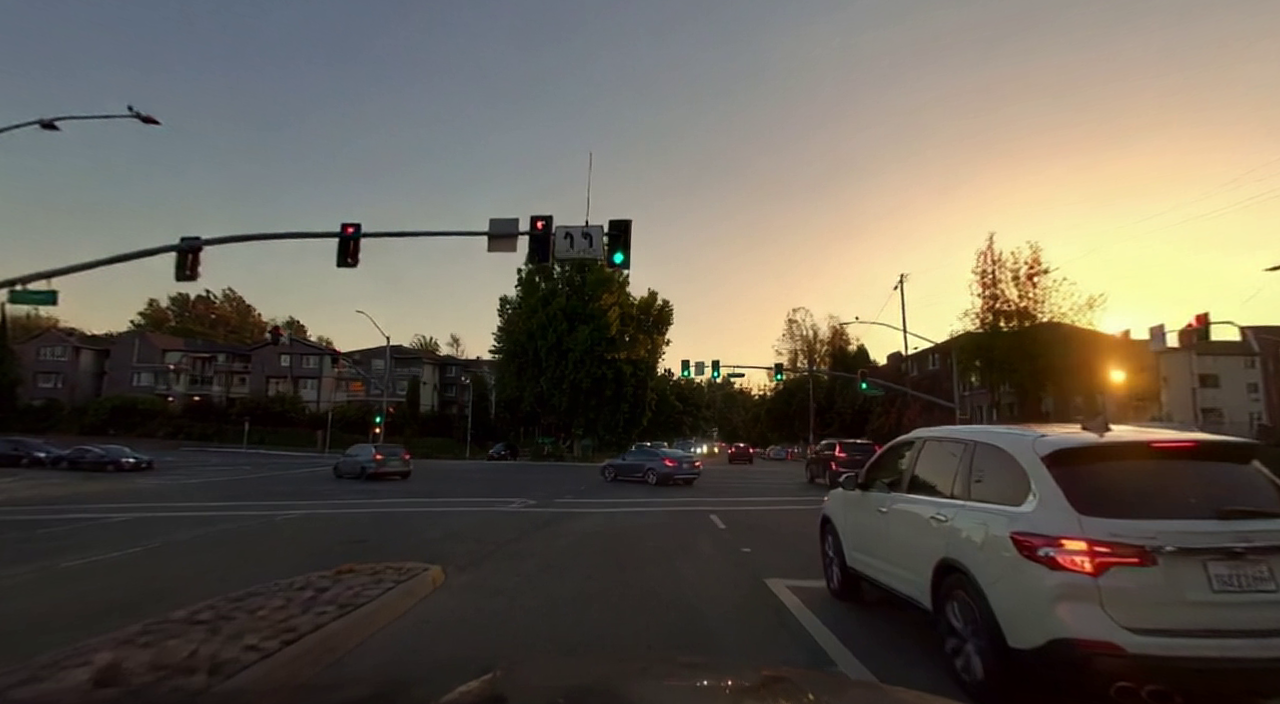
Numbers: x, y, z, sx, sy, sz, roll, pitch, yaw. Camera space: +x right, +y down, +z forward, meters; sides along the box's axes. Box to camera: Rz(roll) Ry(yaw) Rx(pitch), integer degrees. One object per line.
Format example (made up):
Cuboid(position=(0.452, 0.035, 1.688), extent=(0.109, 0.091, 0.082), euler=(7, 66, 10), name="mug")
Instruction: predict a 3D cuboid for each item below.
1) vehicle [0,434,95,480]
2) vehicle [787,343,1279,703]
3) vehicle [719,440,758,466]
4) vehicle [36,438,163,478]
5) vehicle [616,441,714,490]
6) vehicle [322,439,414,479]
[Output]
Cuboid(position=(-27.708, 4.630, 28.133), extent=(4.689, 1.734, 2.034), euler=(4, -8, -1), name="vehicle")
Cuboid(position=(2.725, 1.183, 4.658), extent=(2.115, 1.737, 4.642), euler=(0, -9, 0), name="vehicle")
Cuboid(position=(7.353, 7.626, 47.522), extent=(2.105, 1.830, 4.610), euler=(0, -9, -1), name="vehicle")
Cuboid(position=(-26.688, 5.202, 31.236), extent=(4.365, 1.629, 2.004), euler=(4, -8, 1), name="vehicle")
Cuboid(position=(0.724, 3.856, 21.685), extent=(2.009, 1.480, 4.423), euler=(3, -9, -17), name="vehicle")
Cuboid(position=(-12.445, 4.855, 28.787), extent=(4.020, 1.705, 2.099), euler=(-7, -11, 38), name="vehicle")
